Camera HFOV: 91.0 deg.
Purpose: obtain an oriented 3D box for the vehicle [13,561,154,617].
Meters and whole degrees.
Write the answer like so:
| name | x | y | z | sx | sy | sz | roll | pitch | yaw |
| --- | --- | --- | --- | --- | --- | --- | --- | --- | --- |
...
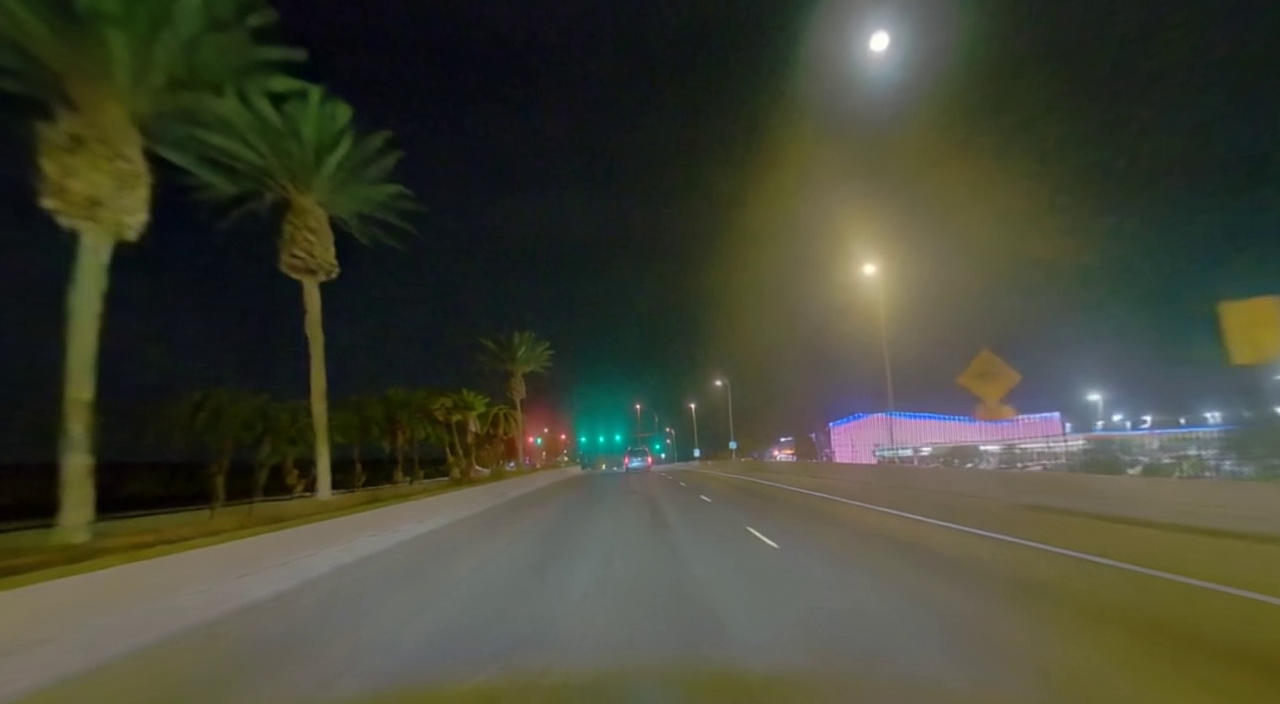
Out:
| name | x | y | z | sx | sy | sz | roll | pitch | yaw |
| --- | --- | --- | --- | --- | --- | --- | --- | --- | --- |
| vehicle | -30.108 | 12.831 | 34.447 | 2.309 | 1.963 | 5.918 | 0 | -11 | 0 |

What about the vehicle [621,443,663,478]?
| name | x | y | z | sx | sy | sz | roll | pitch | yaw |
| --- | --- | --- | --- | --- | --- | --- | --- | --- | --- |
| vehicle | 0.067 | 5.769 | 33.657 | 2.089 | 1.718 | 4.193 | 0 | -9 | -1 |
